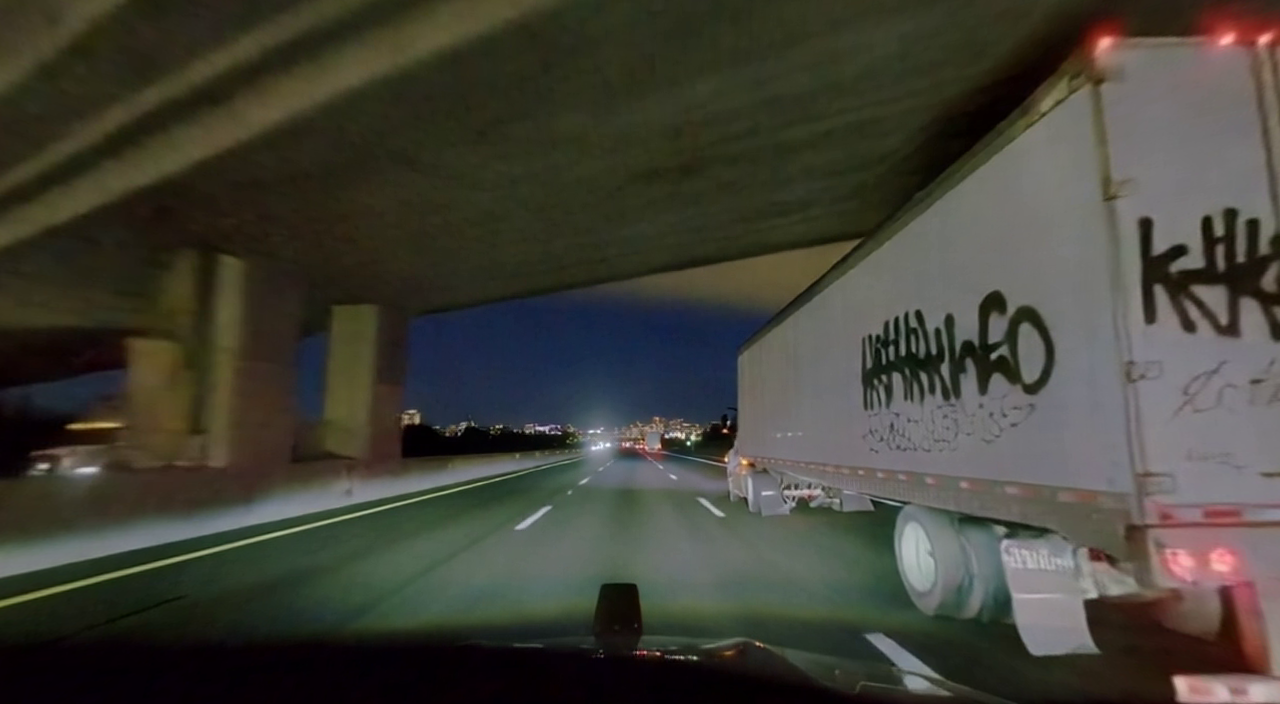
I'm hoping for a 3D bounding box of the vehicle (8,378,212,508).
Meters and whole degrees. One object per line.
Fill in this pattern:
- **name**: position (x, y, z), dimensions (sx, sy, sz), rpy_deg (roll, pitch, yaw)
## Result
- **vehicle**: position (-20.821, 3.673, 25.306), dimensions (2.968, 4.613, 5.614), rpy_deg (0, -9, 0)
